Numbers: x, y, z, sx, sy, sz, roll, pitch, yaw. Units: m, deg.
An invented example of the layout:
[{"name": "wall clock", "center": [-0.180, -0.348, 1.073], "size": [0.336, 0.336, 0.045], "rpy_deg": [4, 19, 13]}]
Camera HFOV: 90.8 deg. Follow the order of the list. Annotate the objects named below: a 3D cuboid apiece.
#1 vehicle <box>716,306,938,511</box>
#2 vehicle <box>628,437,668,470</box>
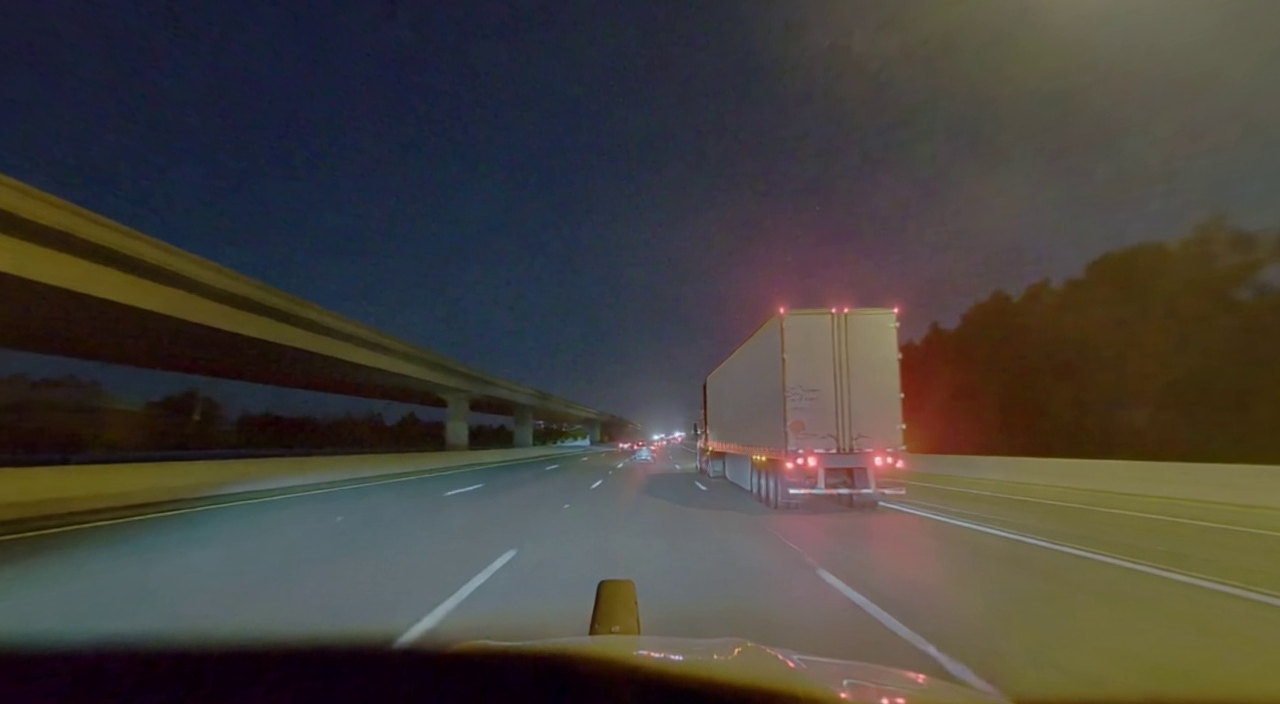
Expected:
[{"name": "vehicle", "center": [4.280, 1.818, 17.573], "size": [2.964, 4.063, 10.072], "rpy_deg": [0, -9, 0]}, {"name": "vehicle", "center": [0.447, 5.691, 35.481], "size": [2.077, 1.716, 4.514], "rpy_deg": [0, -9, 1]}]
